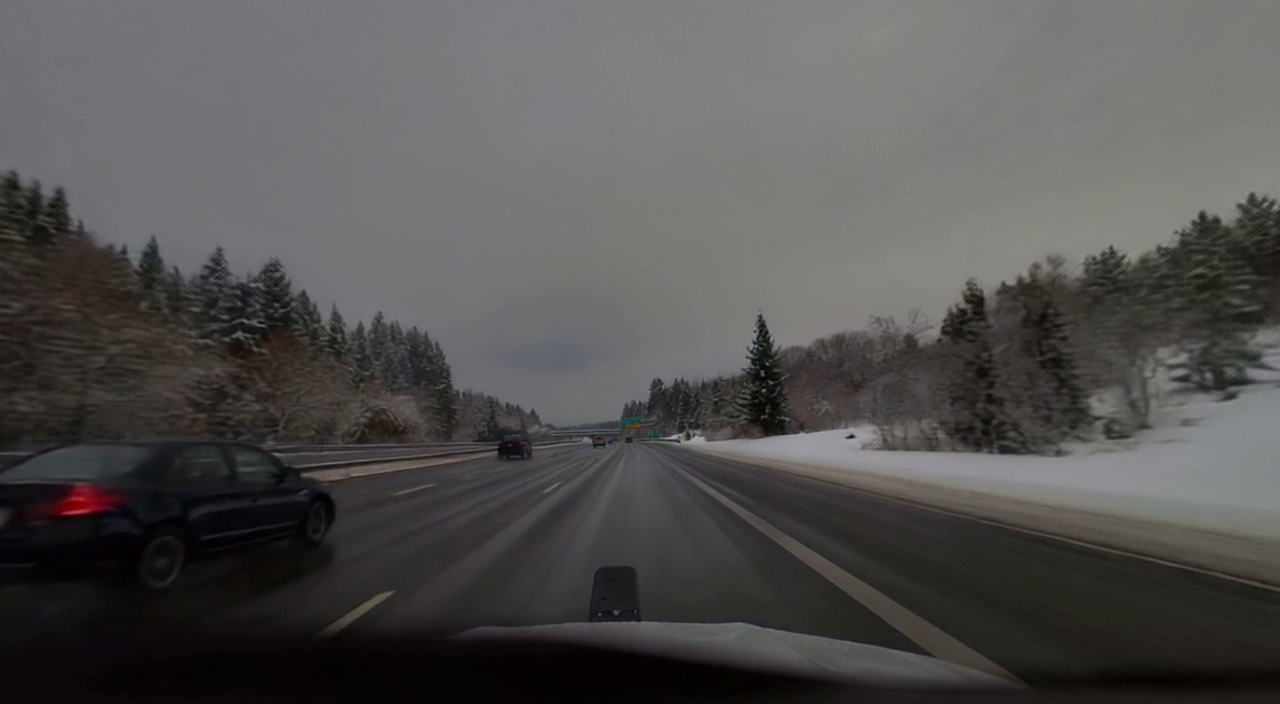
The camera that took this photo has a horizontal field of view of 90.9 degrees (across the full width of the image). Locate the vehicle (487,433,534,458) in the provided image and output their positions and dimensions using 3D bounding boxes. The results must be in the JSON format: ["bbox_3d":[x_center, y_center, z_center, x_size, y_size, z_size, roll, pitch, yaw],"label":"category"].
[{"bbox_3d":[-8.692,6.333,42.829,2.092,1.574,5.251,0,-8,0],"label":"vehicle"}]

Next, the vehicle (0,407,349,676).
[{"bbox_3d":[-4.342,1.308,5.430,1.912,1.495,3.703,0,-8,-1],"label":"vehicle"}]
